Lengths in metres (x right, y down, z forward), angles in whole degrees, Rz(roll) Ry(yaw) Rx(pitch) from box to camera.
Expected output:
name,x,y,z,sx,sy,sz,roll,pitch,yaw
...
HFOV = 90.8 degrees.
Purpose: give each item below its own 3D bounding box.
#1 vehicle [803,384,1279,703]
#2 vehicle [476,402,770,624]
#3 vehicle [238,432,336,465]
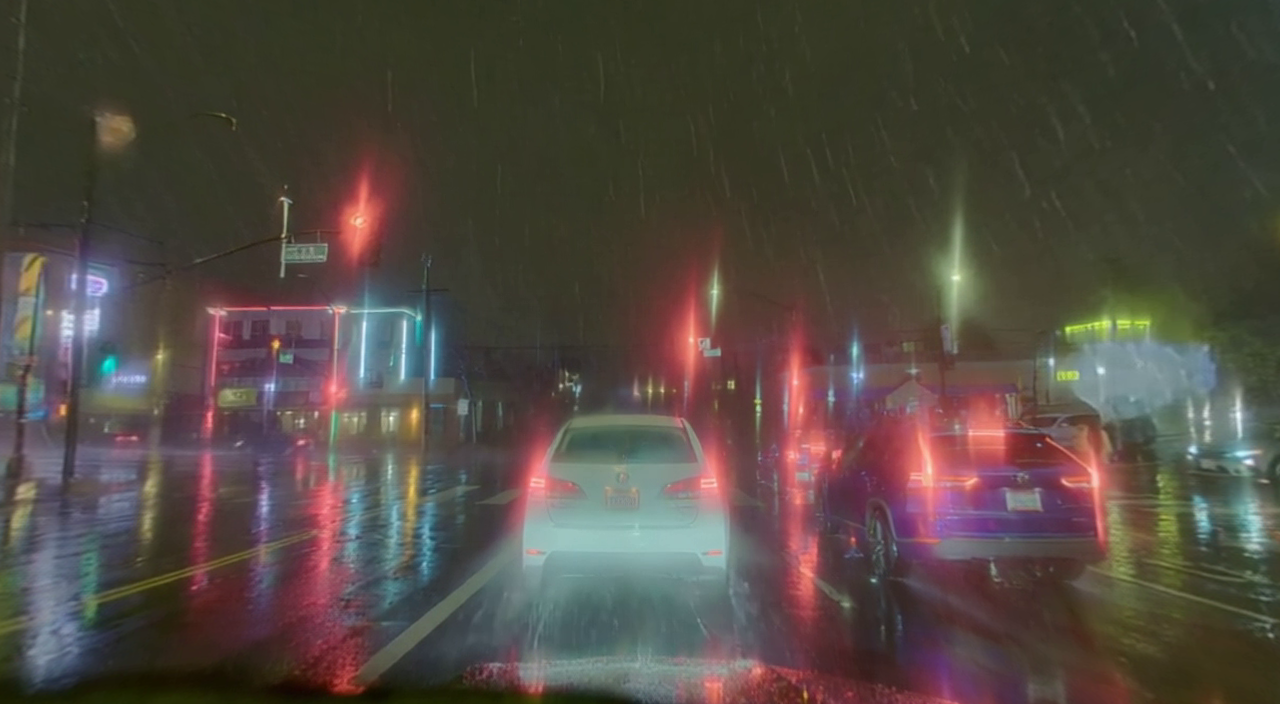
name,x,y,z,sx,sy,sz,roll,pitch,yaw
vehicle,3.034,1.309,5.447,1.983,1.654,4.354,0,-8,-2
vehicle,-0.141,1.516,7.008,2.123,1.589,4.702,0,-8,0
vehicle,-19.974,5.462,35.775,5.003,1.799,2.066,-4,-9,22
